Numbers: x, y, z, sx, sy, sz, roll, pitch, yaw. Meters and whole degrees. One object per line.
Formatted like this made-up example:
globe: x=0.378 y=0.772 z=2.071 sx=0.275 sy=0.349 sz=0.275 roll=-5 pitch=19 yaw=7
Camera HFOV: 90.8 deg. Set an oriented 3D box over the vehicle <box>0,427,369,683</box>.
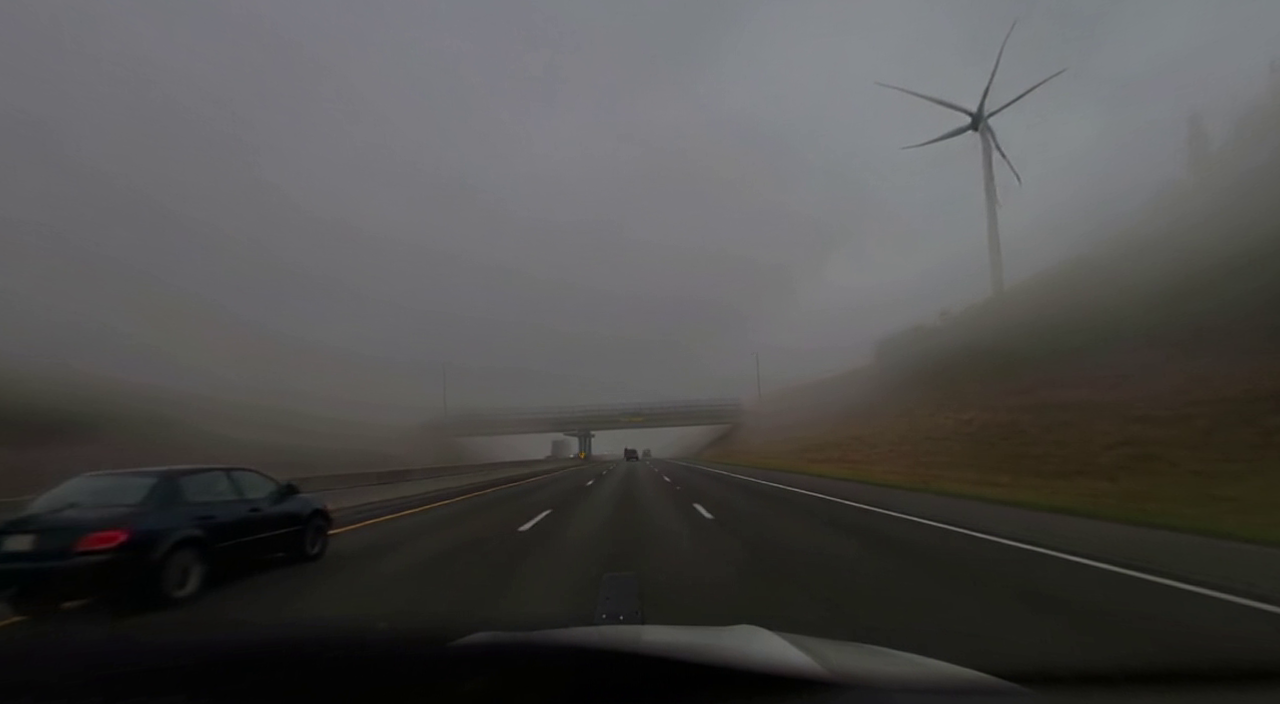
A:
vehicle: x=-4.384 y=1.514 z=5.820 sx=1.921 sy=1.481 sz=4.120 roll=0 pitch=-9 yaw=0
